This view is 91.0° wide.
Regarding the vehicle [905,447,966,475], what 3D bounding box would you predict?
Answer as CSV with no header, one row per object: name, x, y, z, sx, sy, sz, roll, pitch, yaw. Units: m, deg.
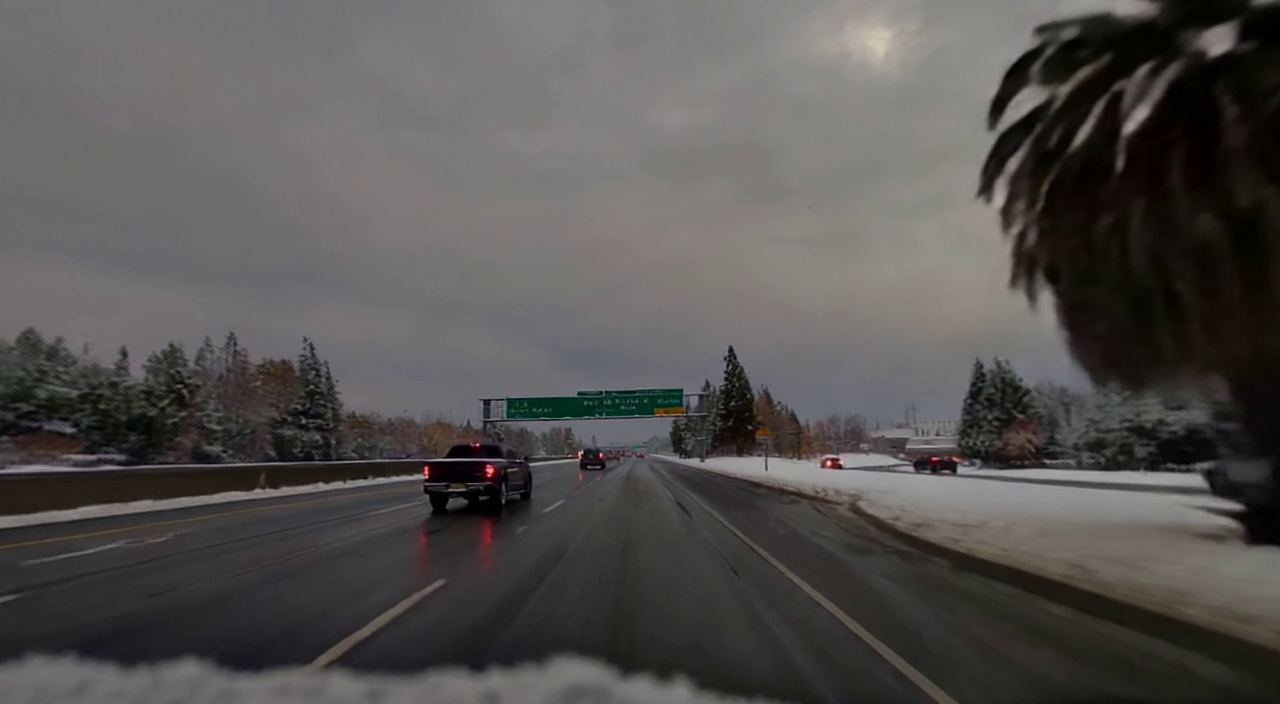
vehicle,20.329,7.504,43.542,2.033,1.794,5.116,-1,-9,4

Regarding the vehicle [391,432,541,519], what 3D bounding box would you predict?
vehicle,-3.910,2.865,15.213,2.162,1.747,4.791,0,-9,1

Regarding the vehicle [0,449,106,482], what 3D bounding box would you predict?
vehicle,-32.205,6.156,34.476,1.786,1.680,4.588,0,-9,2
